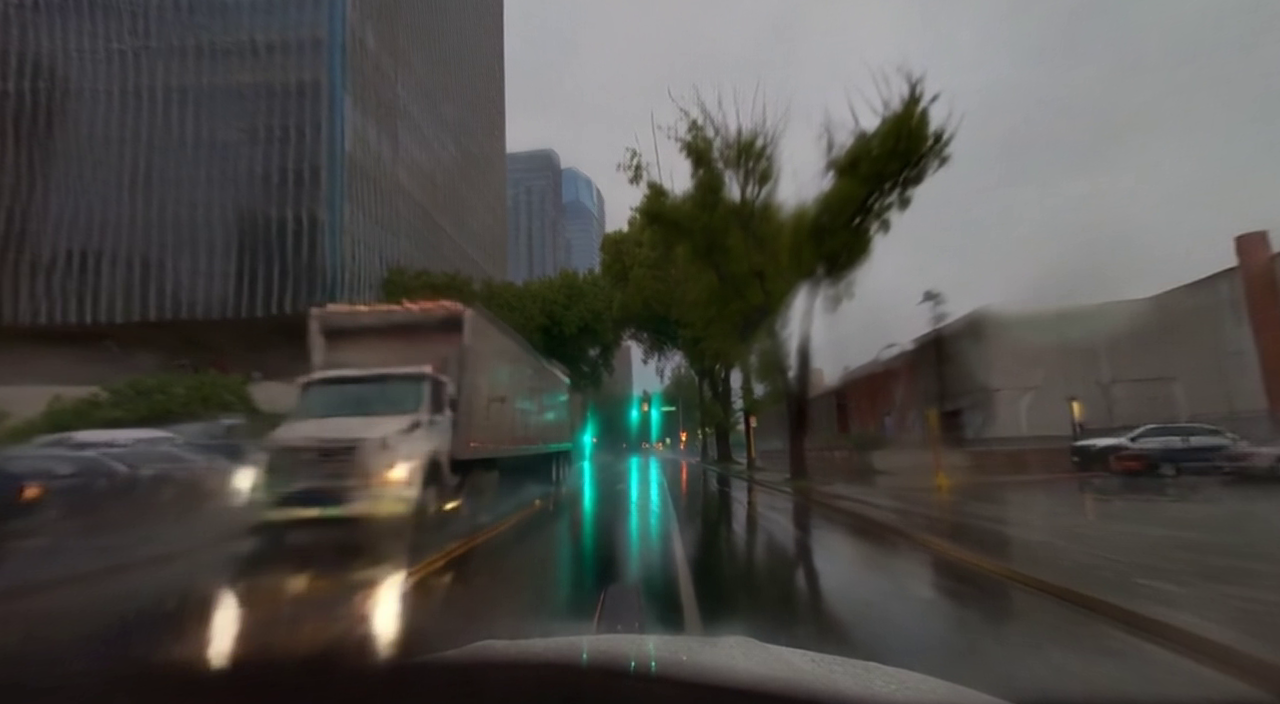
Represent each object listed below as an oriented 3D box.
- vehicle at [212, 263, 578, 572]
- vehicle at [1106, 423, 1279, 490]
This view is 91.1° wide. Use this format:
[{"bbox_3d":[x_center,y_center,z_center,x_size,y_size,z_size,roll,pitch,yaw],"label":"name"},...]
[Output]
[{"bbox_3d":[-4.141,2.022,16.505,3.160,4.343,15.392,-1,-9,1],"label":"vehicle"},{"bbox_3d":[17.102,3.126,18.622,4.763,1.808,2.135,1,-11,1],"label":"vehicle"}]
